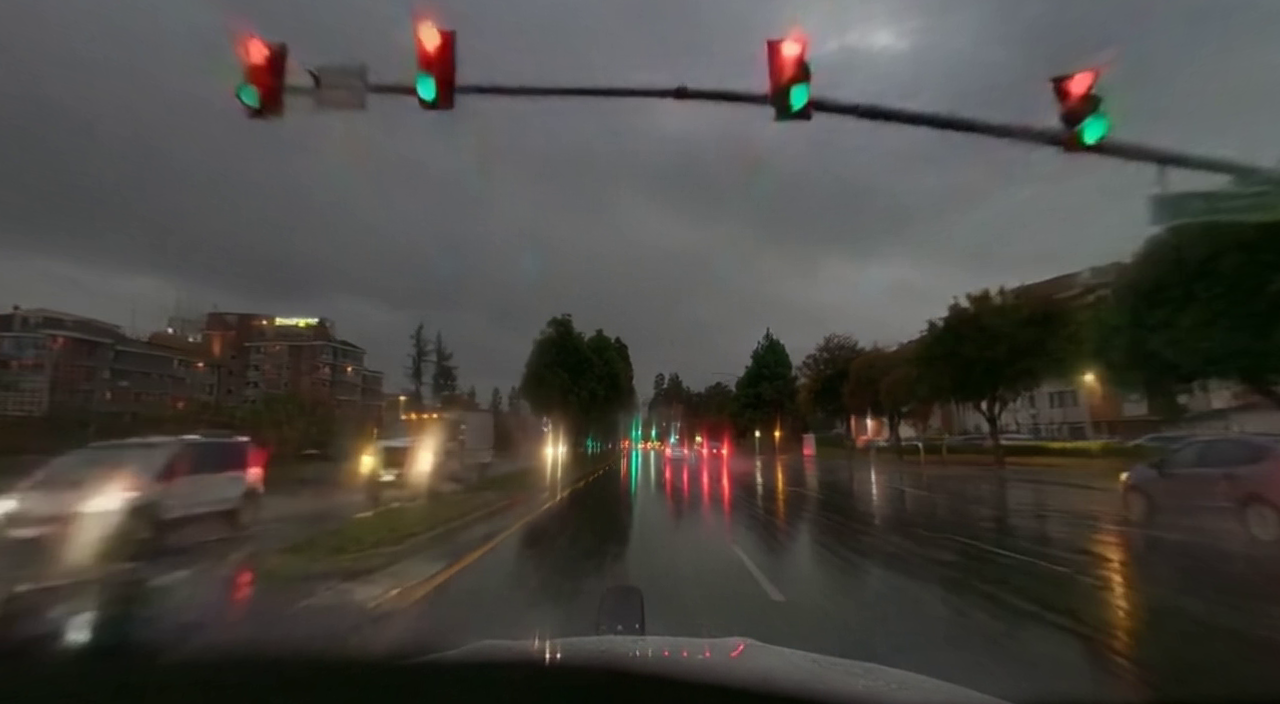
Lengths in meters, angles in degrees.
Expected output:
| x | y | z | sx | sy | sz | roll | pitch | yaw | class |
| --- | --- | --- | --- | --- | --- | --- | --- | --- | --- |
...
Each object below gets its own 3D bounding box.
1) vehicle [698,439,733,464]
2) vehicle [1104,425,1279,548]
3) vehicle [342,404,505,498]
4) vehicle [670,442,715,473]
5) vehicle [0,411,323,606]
| x | y | z | sx | sy | sz | roll | pitch | yaw | class |
| --- | --- | --- | --- | --- | --- | --- | --- | --- | --- |
| 5.712 | 7.584 | 48.224 | 1.946 | 1.773 | 4.641 | 0 | -8 | -2 | vehicle |
| 9.398 | 1.918 | 9.274 | 1.798 | 1.621 | 4.304 | 0 | -8 | -1 | vehicle |
| -5.697 | 2.752 | 17.771 | 2.425 | 2.167 | 5.888 | 0 | -8 | 1 | vehicle |
| 2.766 | 5.688 | 34.275 | 1.917 | 1.538 | 4.259 | 0 | -8 | -2 | vehicle |
| -5.659 | 1.588 | 7.170 | 1.986 | 1.502 | 4.224 | -4 | -8 | 0 | vehicle |
